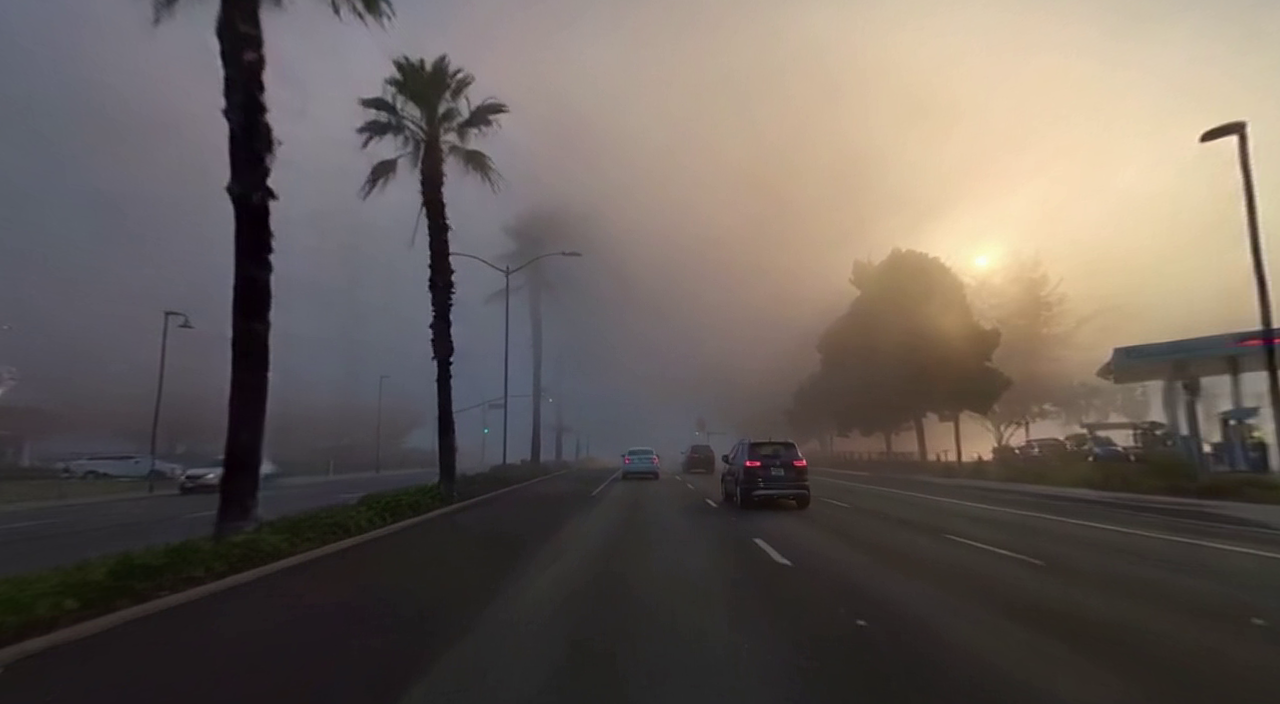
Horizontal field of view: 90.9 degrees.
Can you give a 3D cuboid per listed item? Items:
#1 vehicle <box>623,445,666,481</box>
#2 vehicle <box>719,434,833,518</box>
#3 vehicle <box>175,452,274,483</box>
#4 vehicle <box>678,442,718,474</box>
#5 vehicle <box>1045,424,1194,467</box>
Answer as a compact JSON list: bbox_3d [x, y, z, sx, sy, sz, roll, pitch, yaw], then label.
[{"bbox_3d":[0.190,5.453,31.221,1.991,1.664,3.814,0,-9,0],"label":"vehicle"},{"bbox_3d":[3.164,2.955,15.511,1.872,1.752,3.896,0,-9,-1],"label":"vehicle"},{"bbox_3d":[-26.693,7.377,40.589,2.124,1.784,4.803,-8,-11,40],"label":"vehicle"},{"bbox_3d":[3.739,6.954,41.725,2.154,1.975,4.634,0,-9,0],"label":"vehicle"},{"bbox_3d":[21.431,4.187,28.353,4.831,1.816,2.295,0,-9,-2],"label":"vehicle"}]
